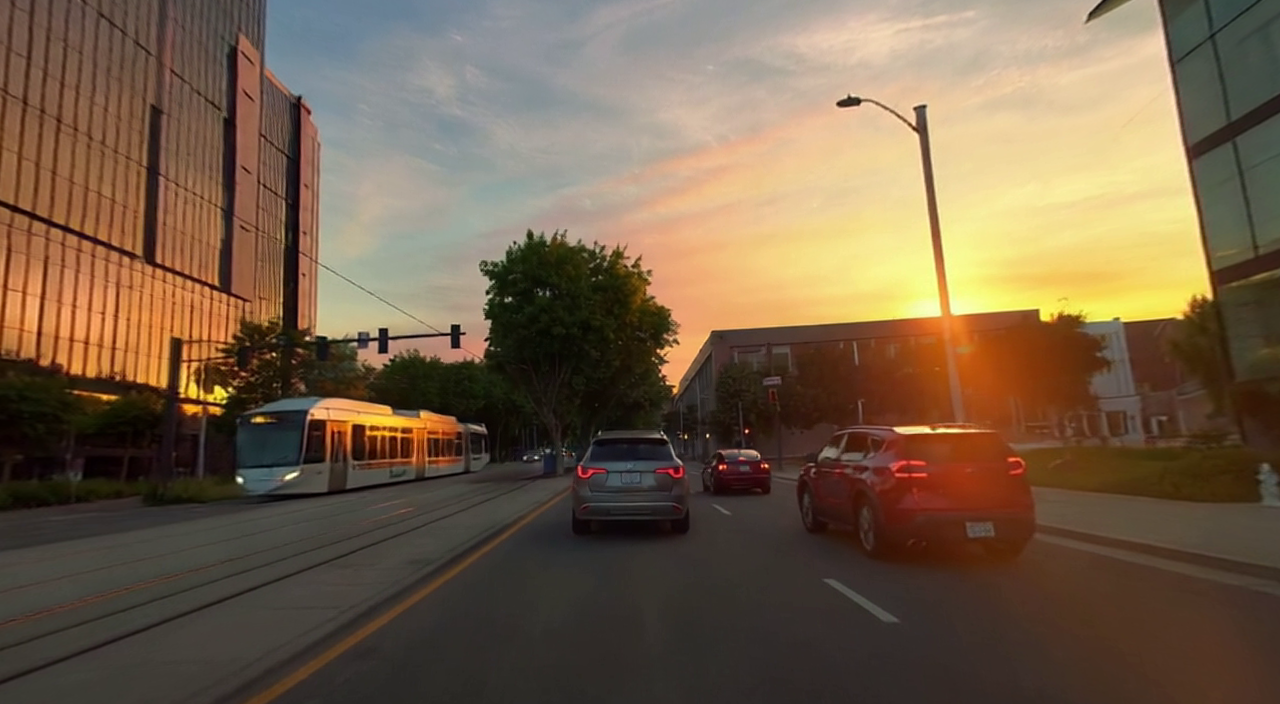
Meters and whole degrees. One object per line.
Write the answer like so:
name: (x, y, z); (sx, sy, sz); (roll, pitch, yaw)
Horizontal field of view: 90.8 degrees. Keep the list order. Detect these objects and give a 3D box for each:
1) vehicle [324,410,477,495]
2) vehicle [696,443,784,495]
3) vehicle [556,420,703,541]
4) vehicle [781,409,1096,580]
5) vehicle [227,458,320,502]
vehicle: (-10.953, 4.785, 30.570); (3.053, 3.359, 10.539); (0, -8, 1)
vehicle: (3.087, 3.696, 20.430); (1.993, 1.480, 4.324); (0, -8, -2)
vehicle: (-0.206, 2.225, 11.590); (2.178, 1.779, 4.255); (0, -8, -2)
vehicle: (3.572, 1.795, 8.823); (2.029, 1.717, 4.624); (0, -8, -1)
vehicle: (-18.533, 6.454, 32.275); (1.933, 1.919, 4.913); (0, -8, -2)
